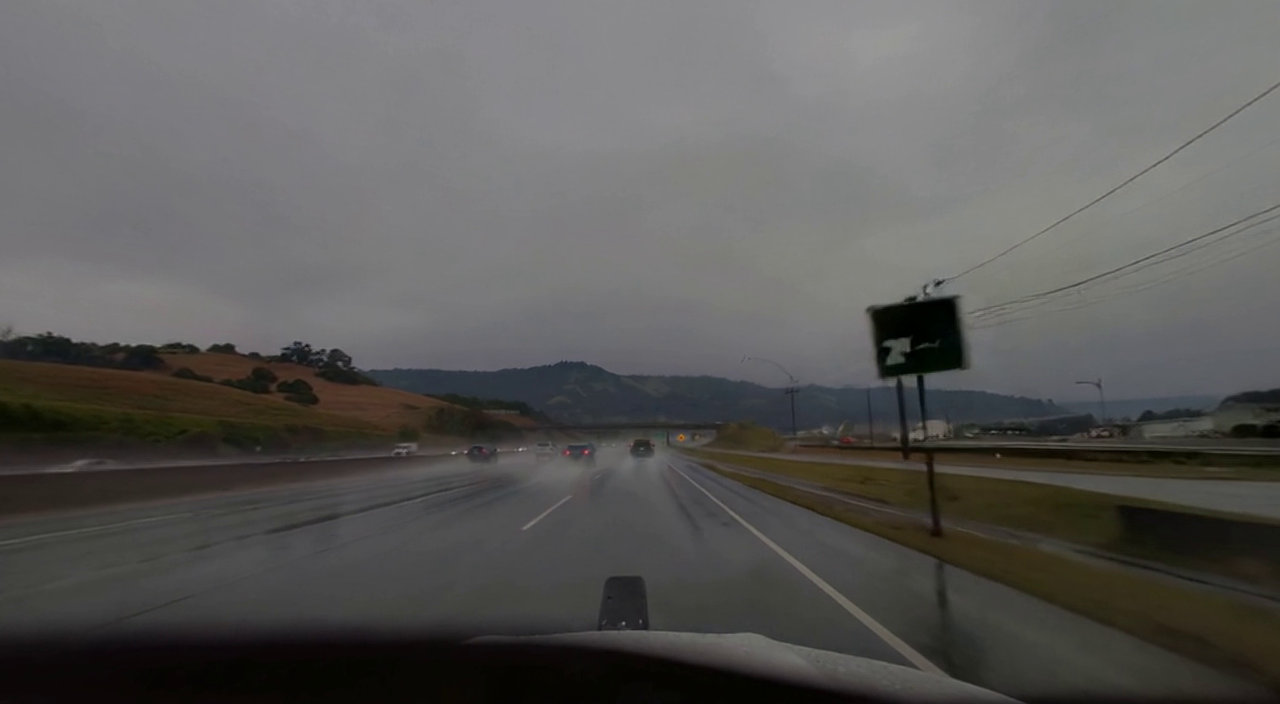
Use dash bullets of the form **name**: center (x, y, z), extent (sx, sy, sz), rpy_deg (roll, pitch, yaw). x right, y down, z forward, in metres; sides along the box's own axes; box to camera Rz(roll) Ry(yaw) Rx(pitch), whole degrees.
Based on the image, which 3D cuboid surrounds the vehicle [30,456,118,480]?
- **vehicle**: center (-39.536, 8.086, 44.184), extent (1.894, 1.475, 4.624), rpy_deg (0, -8, 0)

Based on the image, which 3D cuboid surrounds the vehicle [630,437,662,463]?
- **vehicle**: center (0.375, 7.130, 45.919), extent (2.194, 1.737, 4.127), rpy_deg (0, -8, -1)

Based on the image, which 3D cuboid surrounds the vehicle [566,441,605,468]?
- **vehicle**: center (-3.328, 6.368, 39.417), extent (1.967, 1.517, 4.808), rpy_deg (0, -8, 1)
